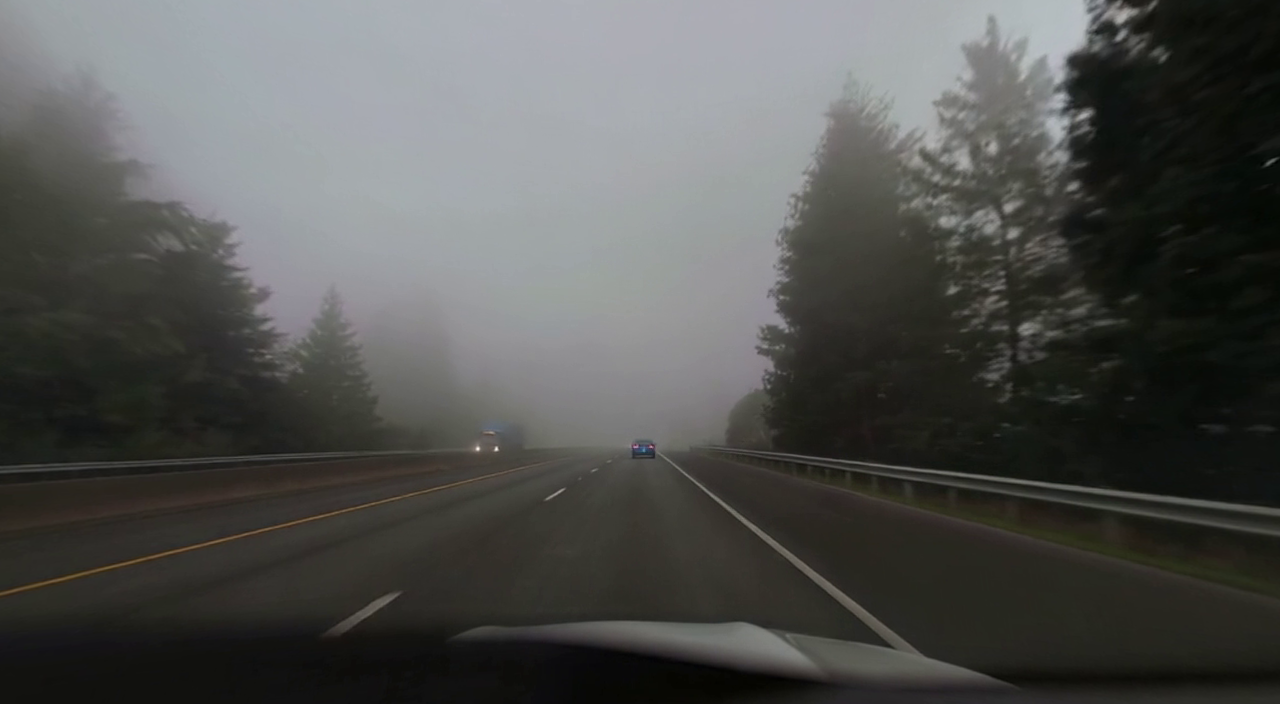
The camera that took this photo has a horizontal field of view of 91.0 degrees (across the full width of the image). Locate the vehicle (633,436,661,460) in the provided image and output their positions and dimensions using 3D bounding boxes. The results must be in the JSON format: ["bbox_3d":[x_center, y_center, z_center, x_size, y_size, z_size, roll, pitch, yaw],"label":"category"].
[{"bbox_3d":[0.499,7.211,47.379,2.058,1.649,3.942,0,-8,0],"label":"vehicle"}]
